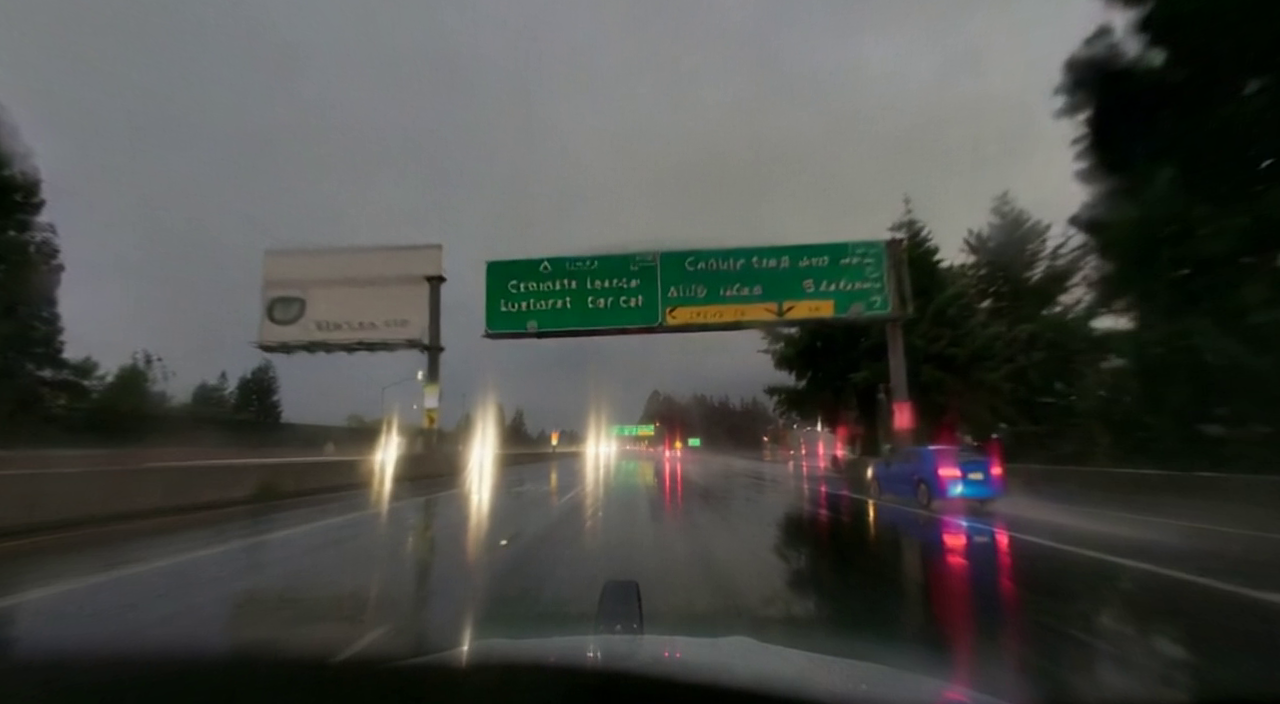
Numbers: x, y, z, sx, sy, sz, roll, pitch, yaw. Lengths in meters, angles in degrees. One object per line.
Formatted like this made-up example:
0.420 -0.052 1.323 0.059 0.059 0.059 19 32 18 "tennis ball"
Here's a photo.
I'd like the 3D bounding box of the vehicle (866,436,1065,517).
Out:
6.923 2.641 14.114 1.958 1.498 4.447 1 -8 -2 "vehicle"
